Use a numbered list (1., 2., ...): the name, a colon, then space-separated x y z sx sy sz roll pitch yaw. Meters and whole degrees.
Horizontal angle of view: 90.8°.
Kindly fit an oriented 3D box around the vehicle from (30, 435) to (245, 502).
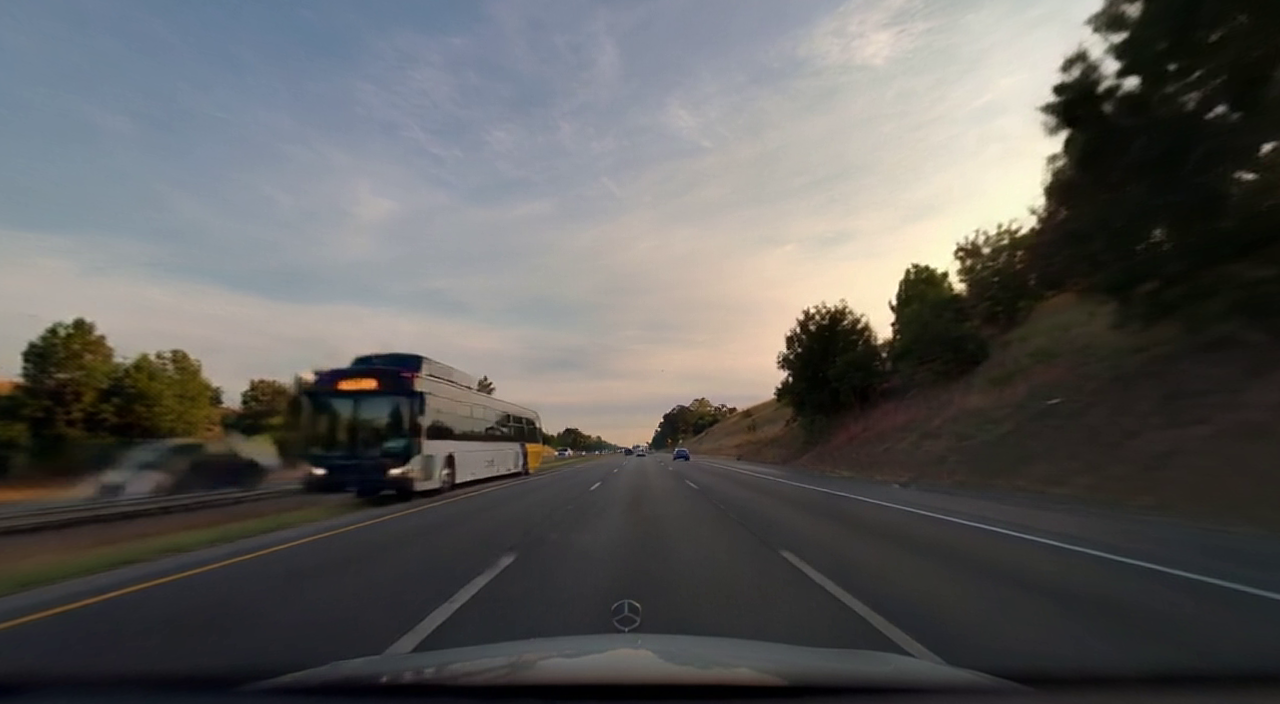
1. vehicle: -12.745 2.973 16.481 2.020 1.502 4.338 0 -9 0
